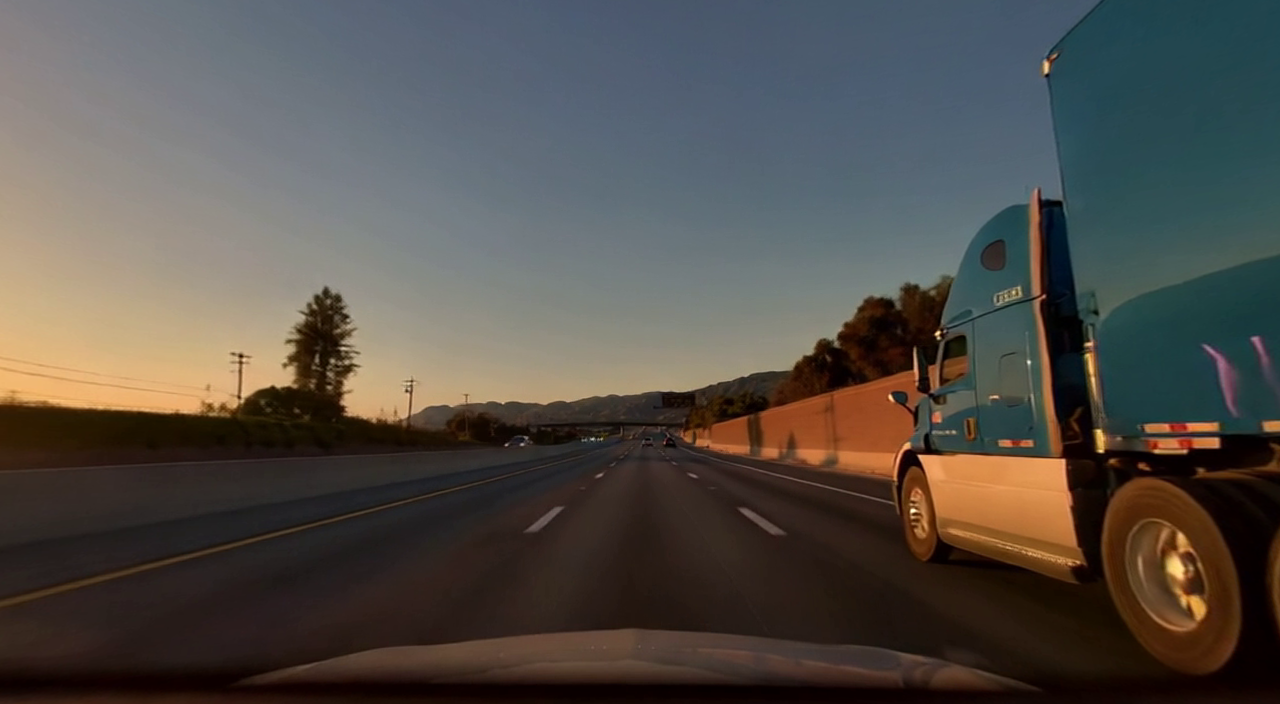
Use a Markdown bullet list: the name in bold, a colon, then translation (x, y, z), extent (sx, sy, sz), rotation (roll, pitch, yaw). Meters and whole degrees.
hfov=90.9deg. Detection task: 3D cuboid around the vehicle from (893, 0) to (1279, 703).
- **vehicle**: translation (4.081, -0.391, 1.554), extent (3.012, 3.768, 8.945), rotation (0, -8, -1)
